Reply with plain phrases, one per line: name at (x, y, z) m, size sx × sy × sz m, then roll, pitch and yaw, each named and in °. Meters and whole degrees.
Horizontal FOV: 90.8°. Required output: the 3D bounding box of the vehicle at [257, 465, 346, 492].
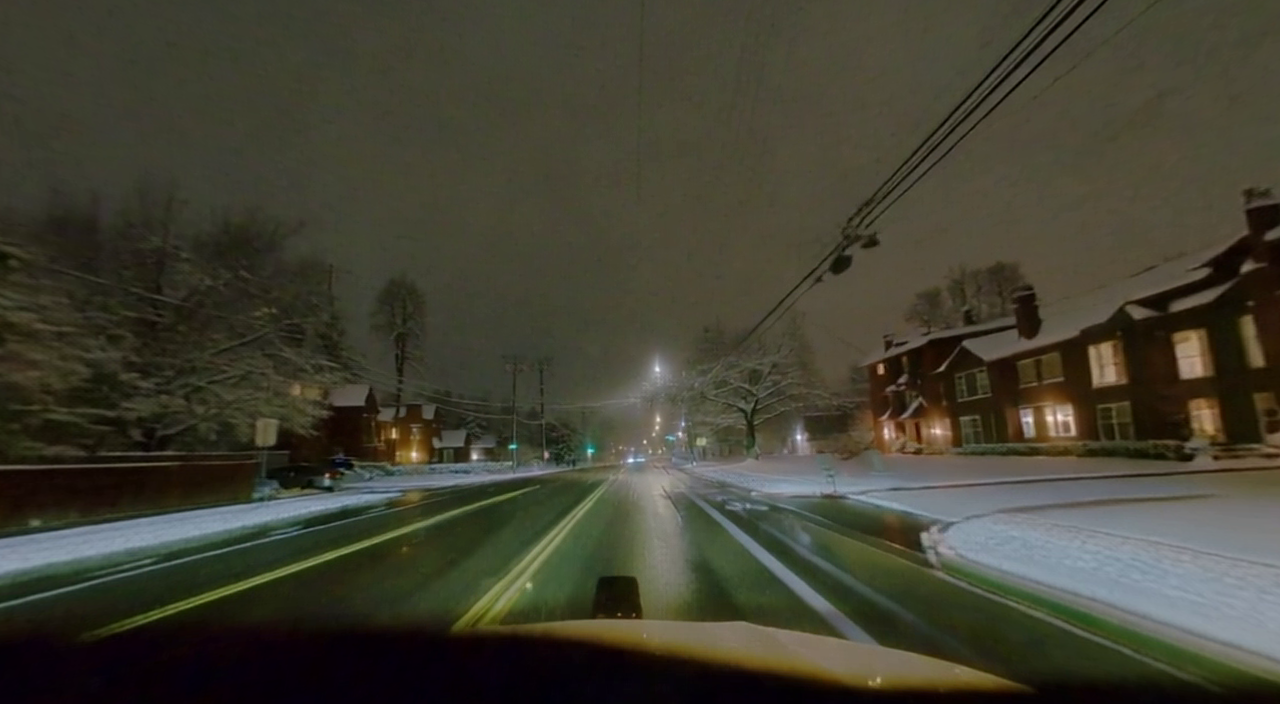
vehicle at (-19.305, 7.193, 36.122) m, size 4.173 × 1.423 × 1.657 m, roll 0°, pitch -9°, yaw 3°
